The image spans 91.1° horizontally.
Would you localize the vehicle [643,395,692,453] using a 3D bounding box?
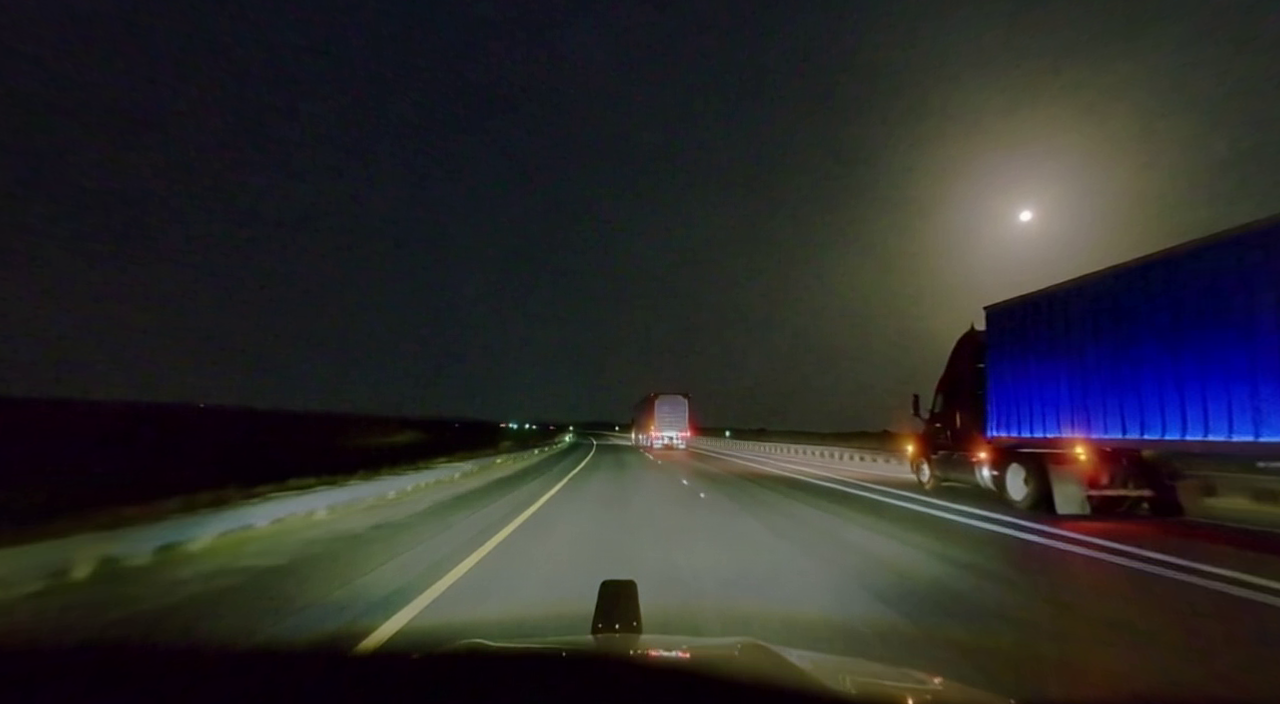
[{"bbox_3d":[1.879,5.420,46.817,2.949,3.877,8.528,0,-8,-2],"label":"vehicle"}]
